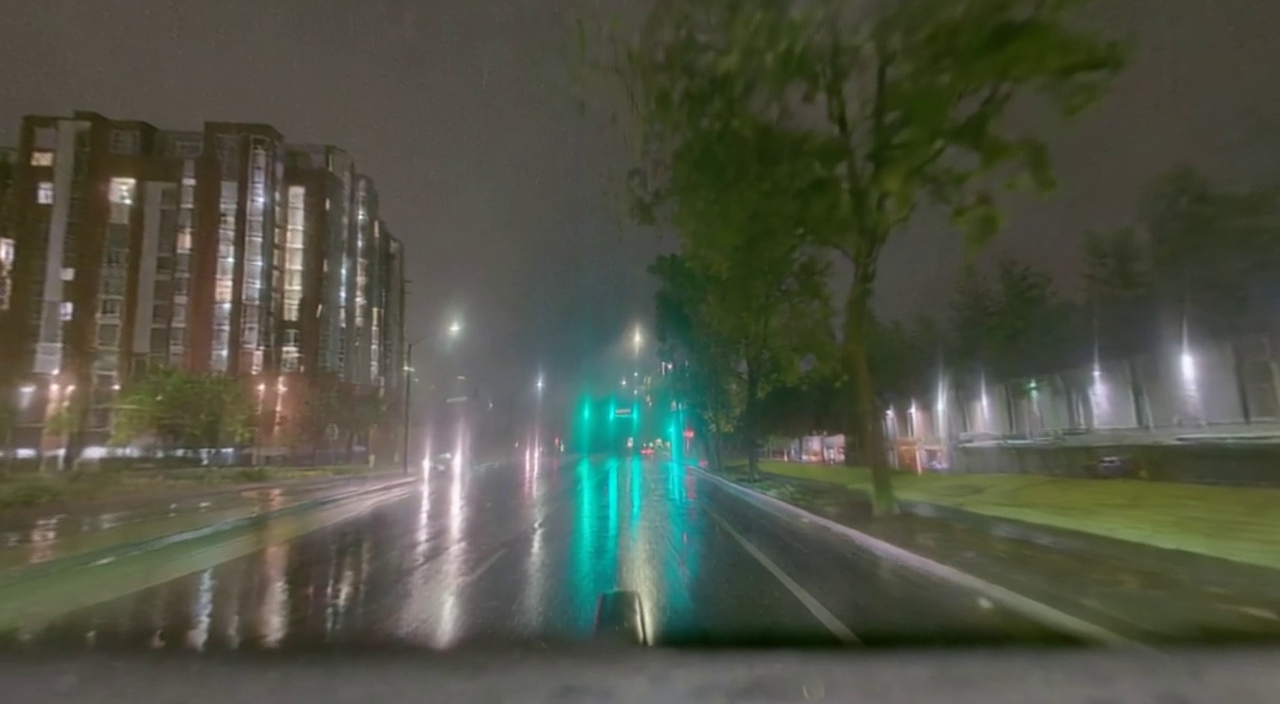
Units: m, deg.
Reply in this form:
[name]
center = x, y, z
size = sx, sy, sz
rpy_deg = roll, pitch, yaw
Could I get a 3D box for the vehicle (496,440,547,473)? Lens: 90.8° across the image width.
[vehicle]
center = -6.526, 5.791, 35.202
size = 2.076, 1.724, 4.188
rpy_deg = 0, -9, -1
